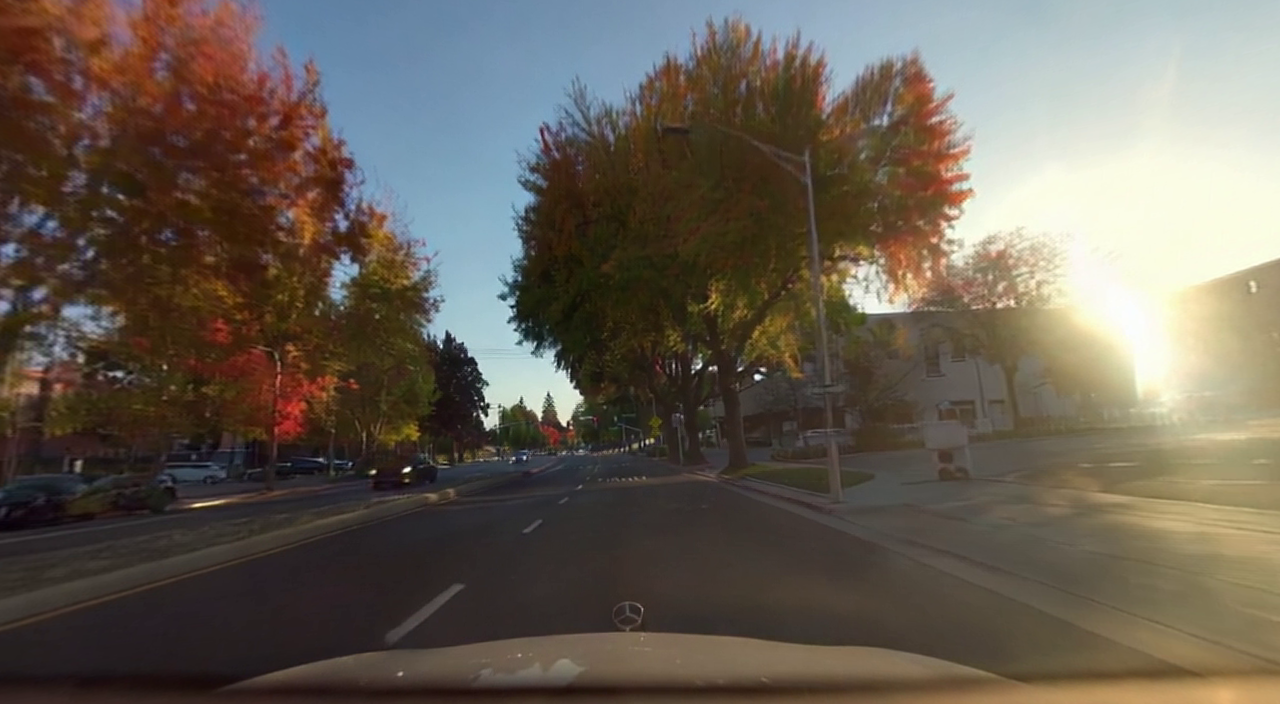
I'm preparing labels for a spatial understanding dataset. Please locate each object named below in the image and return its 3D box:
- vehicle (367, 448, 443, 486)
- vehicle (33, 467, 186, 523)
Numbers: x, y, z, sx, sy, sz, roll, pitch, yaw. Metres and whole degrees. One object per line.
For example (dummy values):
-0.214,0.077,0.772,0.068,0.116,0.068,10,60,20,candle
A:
-11.725,5.754,31.761,2.075,1.765,4.684,0,-9,-1,vehicle
-18.229,4.880,21.872,1.896,1.495,4.108,-4,-9,-2,vehicle
